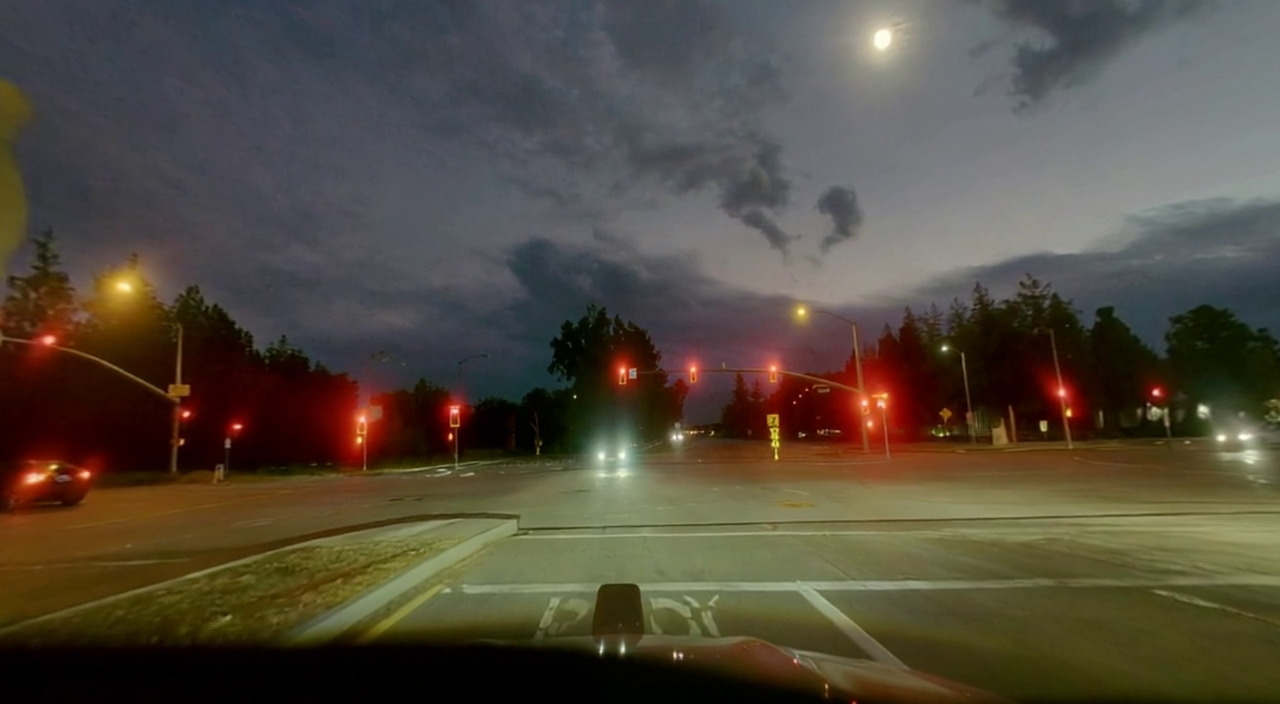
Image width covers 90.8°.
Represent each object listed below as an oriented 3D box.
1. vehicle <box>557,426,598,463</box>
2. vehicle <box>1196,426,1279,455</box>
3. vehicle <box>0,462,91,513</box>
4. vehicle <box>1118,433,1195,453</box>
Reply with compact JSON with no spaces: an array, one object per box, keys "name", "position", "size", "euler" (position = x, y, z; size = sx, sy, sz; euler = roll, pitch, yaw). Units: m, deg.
[{"name":"vehicle","position":[-4.602,6.953,47.478],"size":[2.522,2.605,6.598],"euler":[0,-8,-1]},{"name":"vehicle","position":[40.097,5.885,41.873],"size":[2.173,1.751,4.931],"euler":[-1,-8,5]},{"name":"vehicle","position":[-24.458,5.161,24.311],"size":[4.706,1.734,2.253],"euler":[-1,-8,5]},{"name":"vehicle","position":[40.478,7.148,49.685],"size":[2.258,1.508,4.668],"euler":[0,-8,2]}]
